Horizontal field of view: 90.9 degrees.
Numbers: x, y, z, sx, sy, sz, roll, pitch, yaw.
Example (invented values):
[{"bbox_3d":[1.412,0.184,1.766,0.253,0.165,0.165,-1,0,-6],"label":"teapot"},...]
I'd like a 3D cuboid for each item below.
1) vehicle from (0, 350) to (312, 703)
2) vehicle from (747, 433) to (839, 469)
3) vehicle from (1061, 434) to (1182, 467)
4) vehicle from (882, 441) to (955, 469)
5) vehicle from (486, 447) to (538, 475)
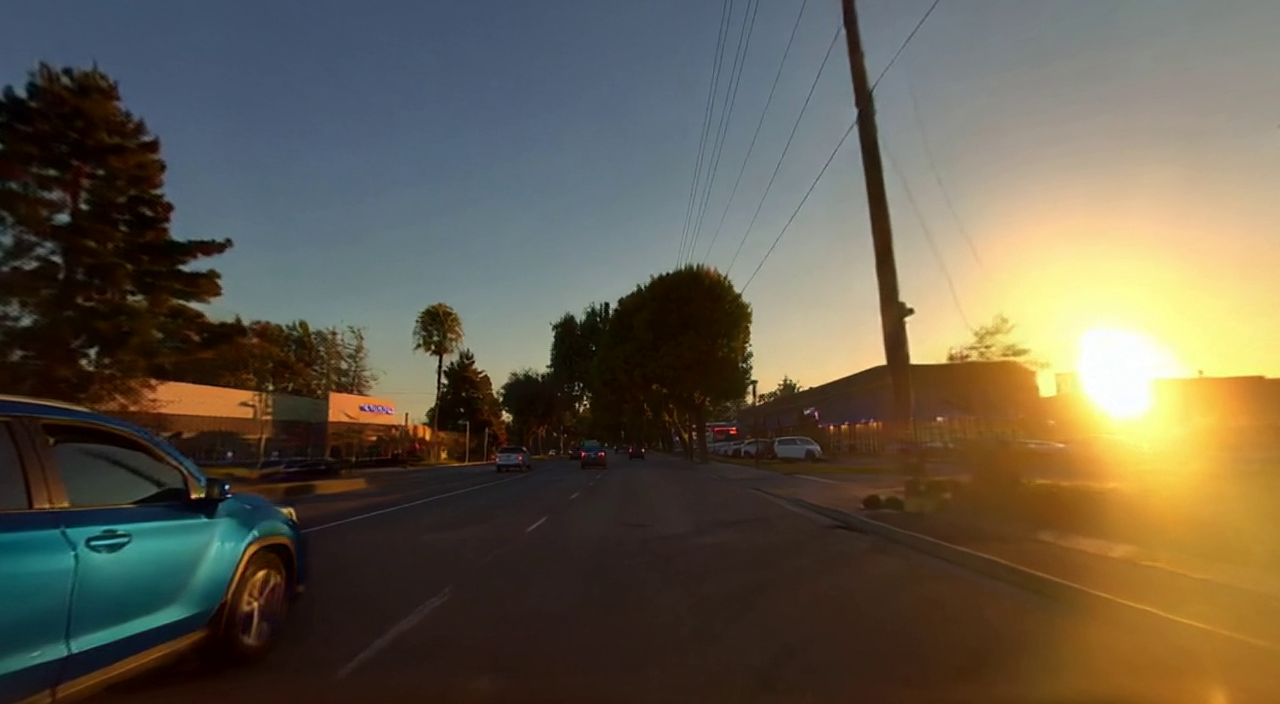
[{"bbox_3d":[-3.298,0.820,2.133,2.127,1.654,4.121,0,-8,0],"label":"vehicle"},{"bbox_3d":[8.904,5.768,36.812,5.031,1.951,2.184,-2,-9,15],"label":"vehicle"},{"bbox_3d":[26.749,5.476,35.380,2.672,1.580,5.933,-3,-8,7],"label":"vehicle"},{"bbox_3d":[15.899,5.873,36.234,2.177,1.397,4.511,-2,-8,1],"label":"vehicle"},{"bbox_3d":[-7.351,6.274,36.660,1.990,1.483,4.410,0,-8,1],"label":"vehicle"}]
